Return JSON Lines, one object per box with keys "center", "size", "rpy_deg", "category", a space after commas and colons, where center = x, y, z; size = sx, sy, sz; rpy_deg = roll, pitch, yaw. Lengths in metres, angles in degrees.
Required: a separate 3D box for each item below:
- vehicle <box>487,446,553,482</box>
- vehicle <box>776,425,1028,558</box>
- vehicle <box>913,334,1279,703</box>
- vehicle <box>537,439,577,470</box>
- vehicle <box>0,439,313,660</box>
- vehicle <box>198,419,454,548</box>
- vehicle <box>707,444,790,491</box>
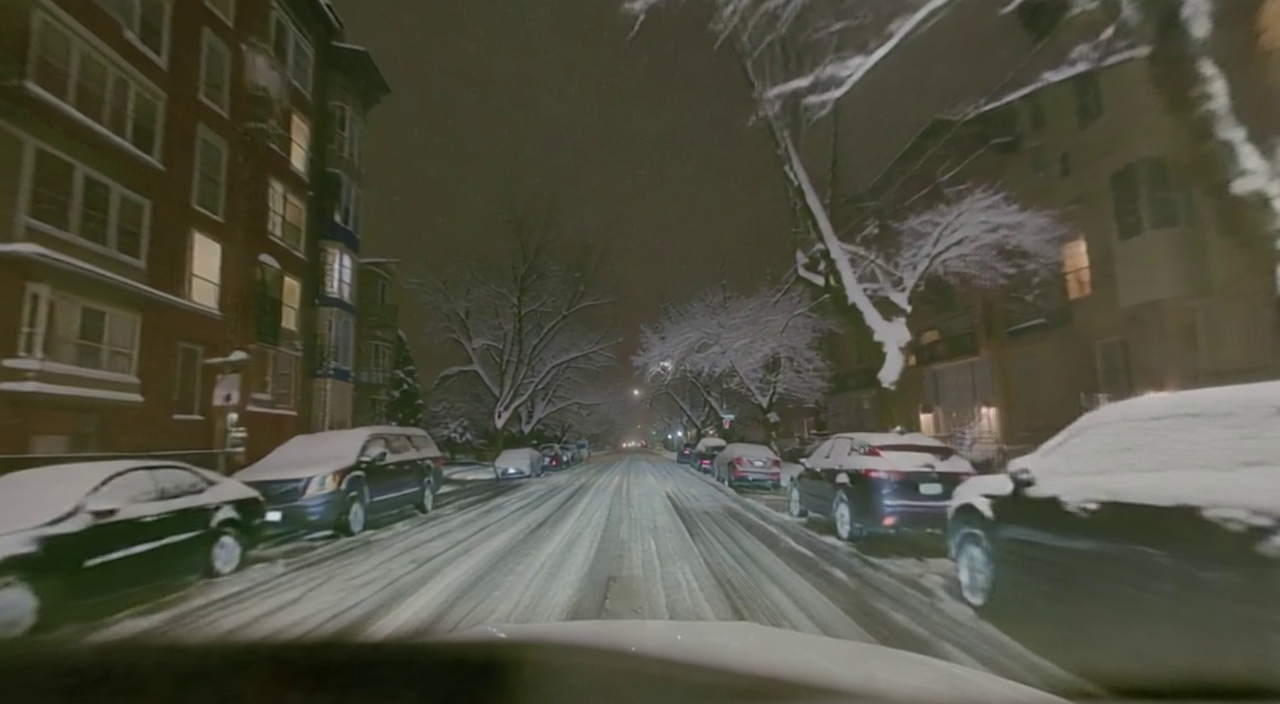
{"center": [-5.293, 4.975, 28.463], "size": [2.080, 1.458, 4.511], "rpy_deg": [0, -8, 0], "category": "vehicle"}
{"center": [3.811, 2.100, 10.343], "size": [1.992, 1.643, 4.735], "rpy_deg": [0, -8, -1], "category": "vehicle"}
{"center": [3.755, 0.973, 3.598], "size": [2.082, 1.809, 4.998], "rpy_deg": [0, -8, -1], "category": "vehicle"}
{"center": [-5.398, 6.740, 41.835], "size": [2.069, 1.881, 4.697], "rpy_deg": [0, -8, -1], "category": "vehicle"}
{"center": [-5.316, 1.603, 5.838], "size": [2.026, 1.461, 4.837], "rpy_deg": [-2, -8, 0], "category": "vehicle"}
{"center": [-5.306, 2.281, 11.733], "size": [2.213, 1.825, 4.986], "rpy_deg": [-1, -8, 0], "category": "vehicle"}
{"center": [3.659, 3.974, 22.237], "size": [1.881, 1.460, 4.737], "rpy_deg": [0, -8, -3], "category": "vehicle"}
